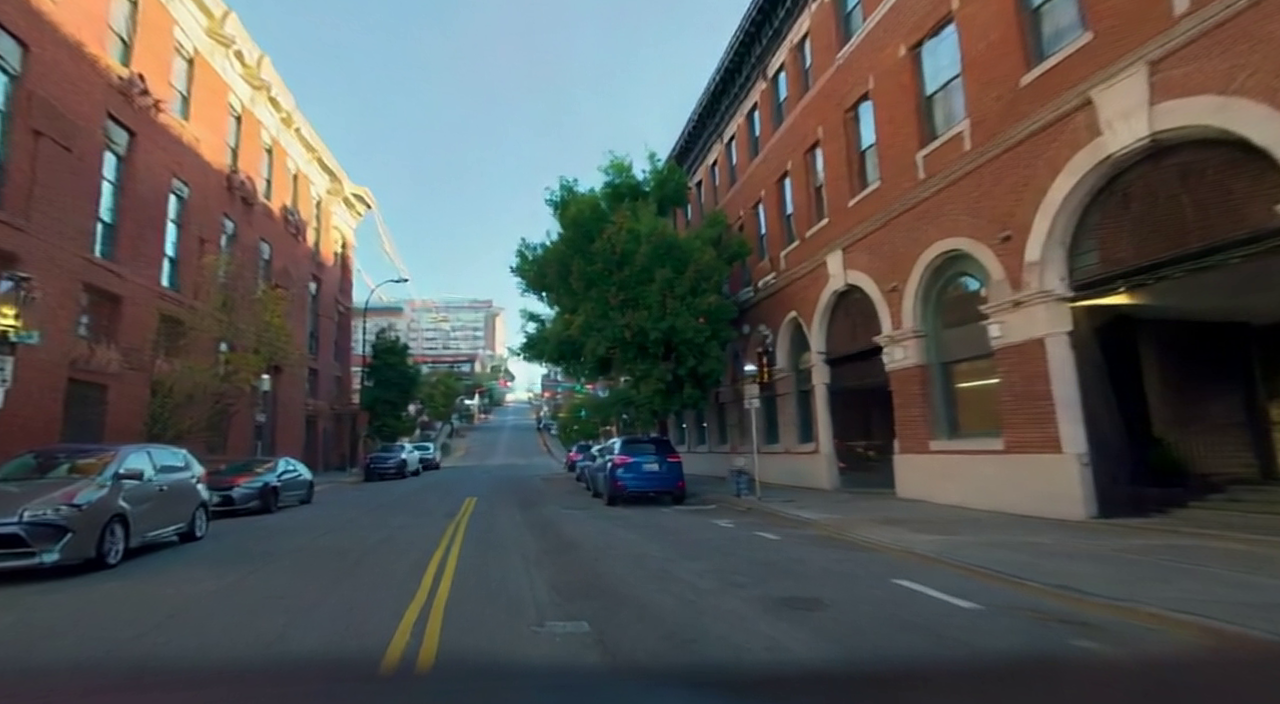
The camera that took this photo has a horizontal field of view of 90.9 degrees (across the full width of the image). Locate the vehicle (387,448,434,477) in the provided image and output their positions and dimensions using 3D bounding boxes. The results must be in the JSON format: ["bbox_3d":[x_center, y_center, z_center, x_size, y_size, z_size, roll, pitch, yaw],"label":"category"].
[{"bbox_3d":[-13.414,6.442,37.022,1.934,1.478,4.180,1,-8,-11],"label":"vehicle"}]

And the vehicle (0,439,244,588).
[{"bbox_3d":[-8.314,2.236,9.793,2.186,1.705,5.078,2,-8,-15],"label":"vehicle"}]

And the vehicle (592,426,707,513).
[{"bbox_3d":[0.040,2.806,15.597,1.953,1.804,4.518,1,-9,-11],"label":"vehicle"}]

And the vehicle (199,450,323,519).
[{"bbox_3d":[-9.605,3.317,16.286,1.631,1.459,3.489,0,-8,-12],"label":"vehicle"}]
